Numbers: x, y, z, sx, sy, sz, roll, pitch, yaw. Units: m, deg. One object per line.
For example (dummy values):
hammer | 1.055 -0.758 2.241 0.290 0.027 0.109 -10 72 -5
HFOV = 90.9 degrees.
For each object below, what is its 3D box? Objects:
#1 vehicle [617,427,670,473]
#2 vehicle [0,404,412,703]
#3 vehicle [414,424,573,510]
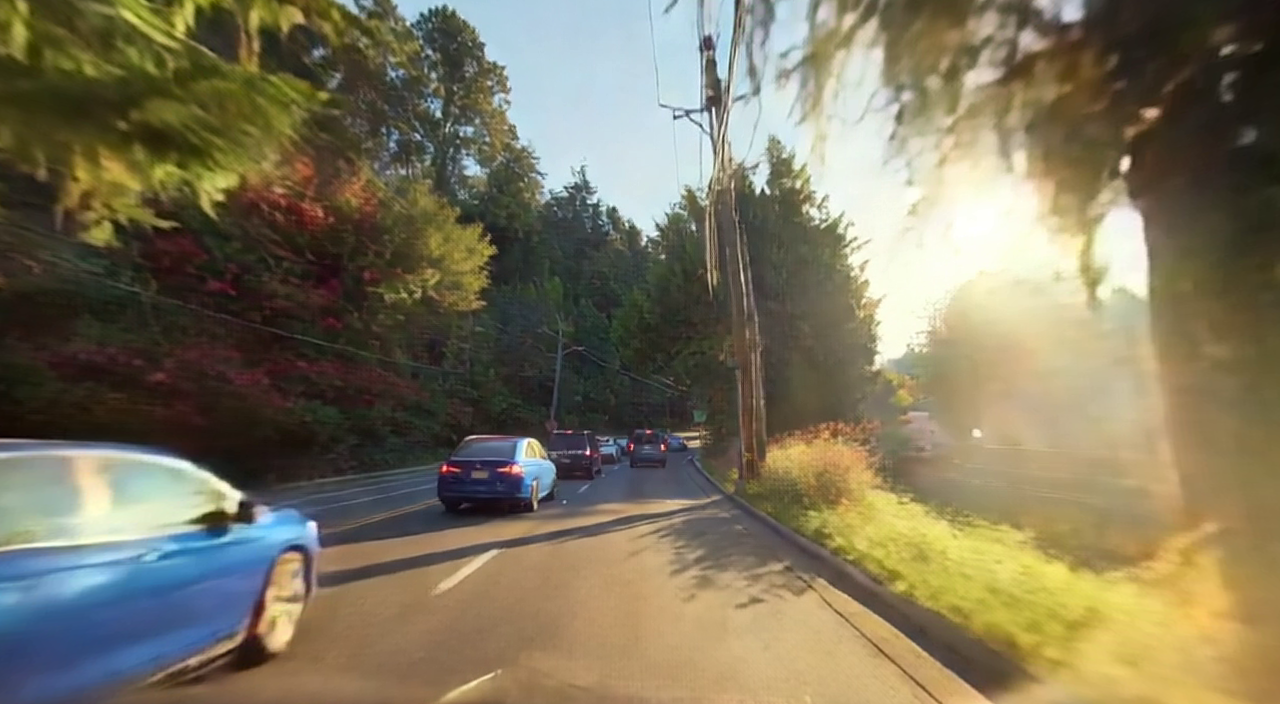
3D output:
vehicle | 0.239 4.402 28.517 2.241 1.912 4.095 0 -8 3
vehicle | -3.212 1.046 2.969 2.260 1.465 4.972 0 -8 2
vehicle | -2.959 2.462 14.028 2.180 1.546 4.755 0 -8 3
